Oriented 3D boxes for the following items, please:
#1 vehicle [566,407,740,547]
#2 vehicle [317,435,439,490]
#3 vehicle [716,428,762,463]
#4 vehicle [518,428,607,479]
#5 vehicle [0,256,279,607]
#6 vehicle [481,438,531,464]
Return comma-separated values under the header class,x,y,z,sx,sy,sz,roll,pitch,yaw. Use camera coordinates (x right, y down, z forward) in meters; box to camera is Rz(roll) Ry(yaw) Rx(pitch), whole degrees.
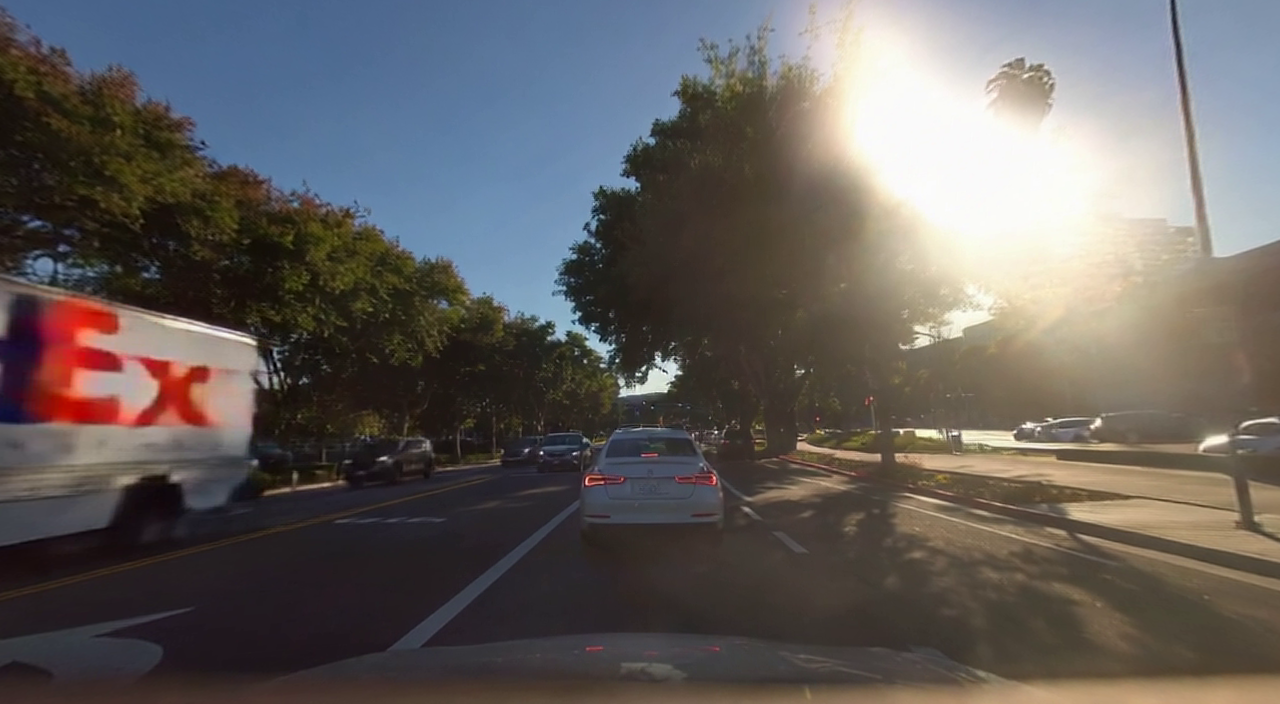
class,x,y,z,sx,sy,sz,roll,pitch,yaw
vehicle,0.181,1.851,9.960,2.154,1.710,4.128,0,-8,1
vehicle,-9.429,3.999,23.259,2.039,1.769,4.911,-1,-8,5
vehicle,5.503,5.265,35.625,2.155,1.786,4.459,-1,-8,3
vehicle,-2.837,3.899,24.487,2.057,1.786,4.725,-2,-8,11
vehicle,-7.612,0.698,5.557,2.961,3.316,9.483,-1,-8,2
vehicle,-9.077,6.752,43.168,2.005,1.701,4.355,-1,-8,7
